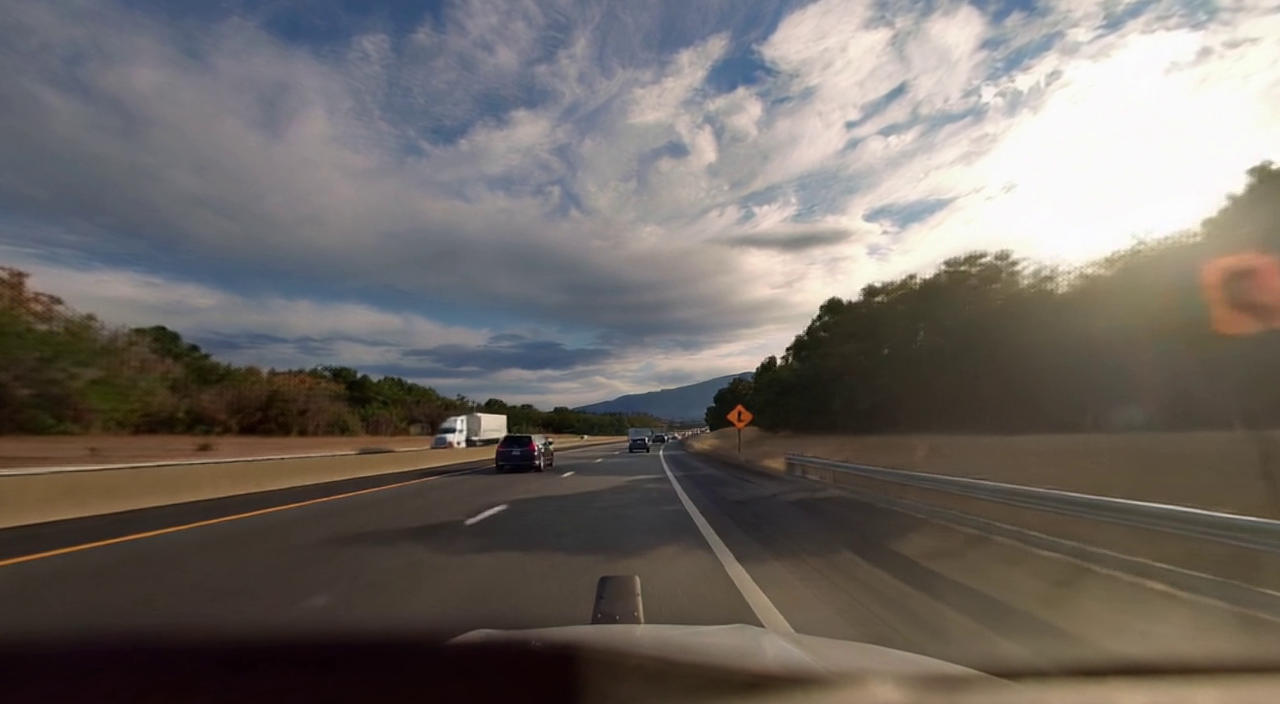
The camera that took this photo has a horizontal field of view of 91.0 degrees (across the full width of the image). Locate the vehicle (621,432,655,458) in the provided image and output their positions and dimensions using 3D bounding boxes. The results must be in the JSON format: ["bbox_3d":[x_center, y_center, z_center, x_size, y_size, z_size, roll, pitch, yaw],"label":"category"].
[{"bbox_3d":[-0.158,6.225,42.194,2.146,1.636,4.026,0,-8,0],"label":"vehicle"}]

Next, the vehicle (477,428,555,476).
[{"bbox_3d":[-4.646,3.832,24.270,2.075,1.653,4.317,-1,-8,1],"label":"vehicle"}]
